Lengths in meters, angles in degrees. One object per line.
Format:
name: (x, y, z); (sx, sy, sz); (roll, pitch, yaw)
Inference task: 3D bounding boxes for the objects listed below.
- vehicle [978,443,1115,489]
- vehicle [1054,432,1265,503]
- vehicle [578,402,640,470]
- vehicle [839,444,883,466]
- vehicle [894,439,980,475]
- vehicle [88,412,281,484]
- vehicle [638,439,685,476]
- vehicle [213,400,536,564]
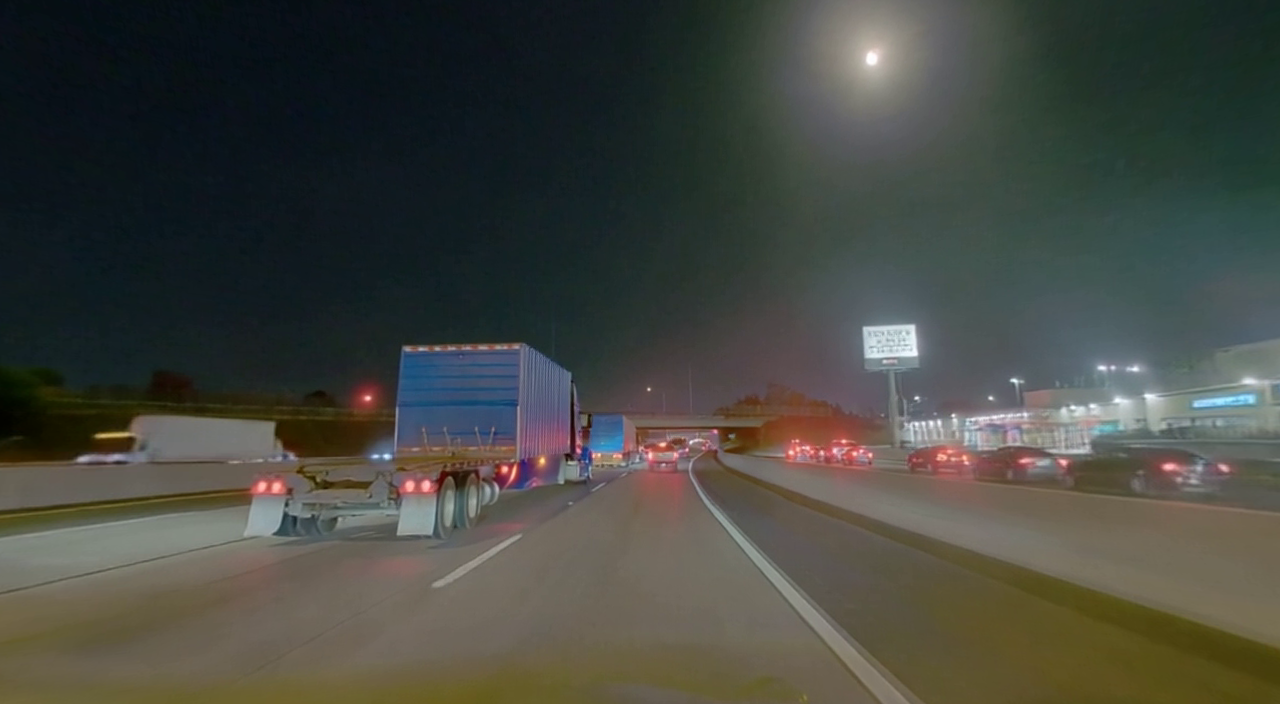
vehicle: (14.390, 4.049, 22.738); (1.872, 1.454, 4.908); (0, -9, 3)
vehicle: (14.071, 3.148, 17.569); (2.022, 1.675, 4.792); (-1, -9, 4)
vehicle: (-1.795, 5.578, 41.222); (3.073, 3.894, 9.782); (-1, -9, 3)
vehicle: (16.064, 7.509, 46.015); (1.859, 1.452, 4.749); (-1, -9, 4)
vehicle: (14.901, 5.292, 31.972); (2.237, 1.656, 4.676); (0, -9, 2)
vehicle: (-18.742, 4.056, 26.632); (2.693, 2.620, 6.899); (0, -9, 3)
vehicle: (1.109, 5.167, 31.029); (2.178, 1.640, 4.071); (-1, -9, 4)
vehicle: (-3.304, 1.714, 8.893); (2.896, 1.779, 3.441); (1, -9, 2)
